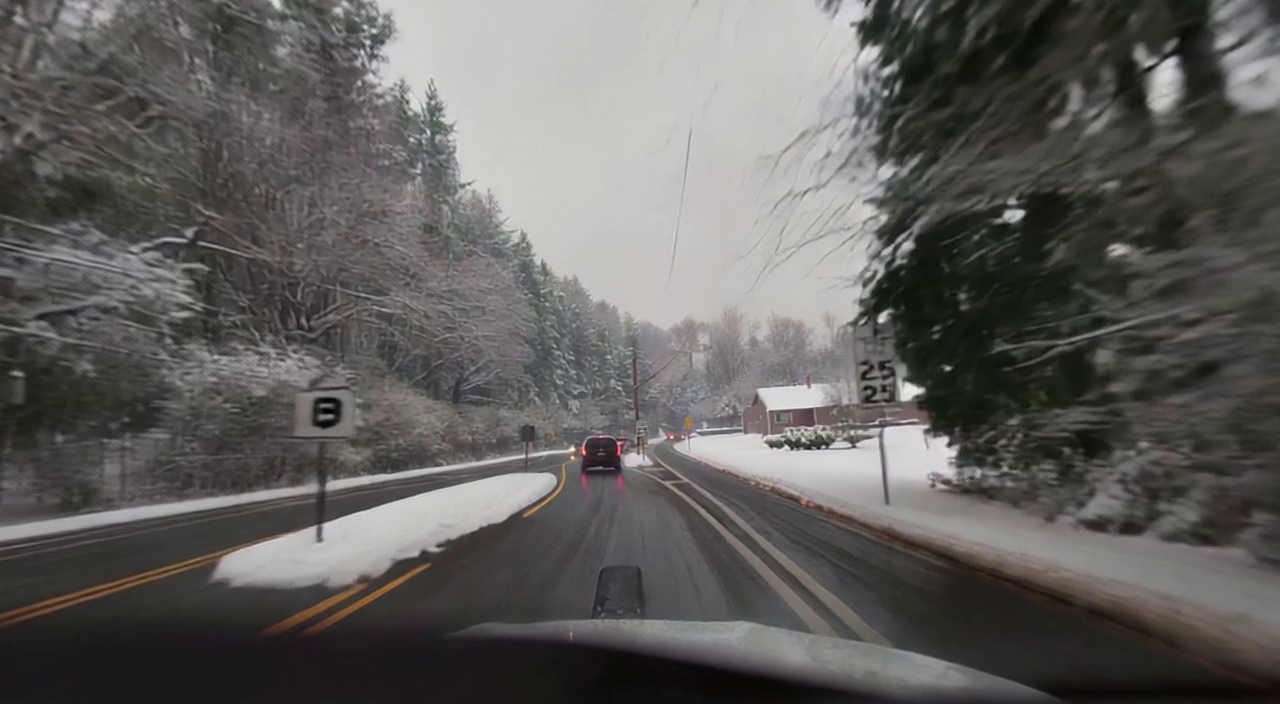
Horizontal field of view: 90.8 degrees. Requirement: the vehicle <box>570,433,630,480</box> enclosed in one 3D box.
[{"bbox_3d":[-1.615,4.186,25.410,2.216,1.708,4.110,1,-9,-4],"label":"vehicle"}]
